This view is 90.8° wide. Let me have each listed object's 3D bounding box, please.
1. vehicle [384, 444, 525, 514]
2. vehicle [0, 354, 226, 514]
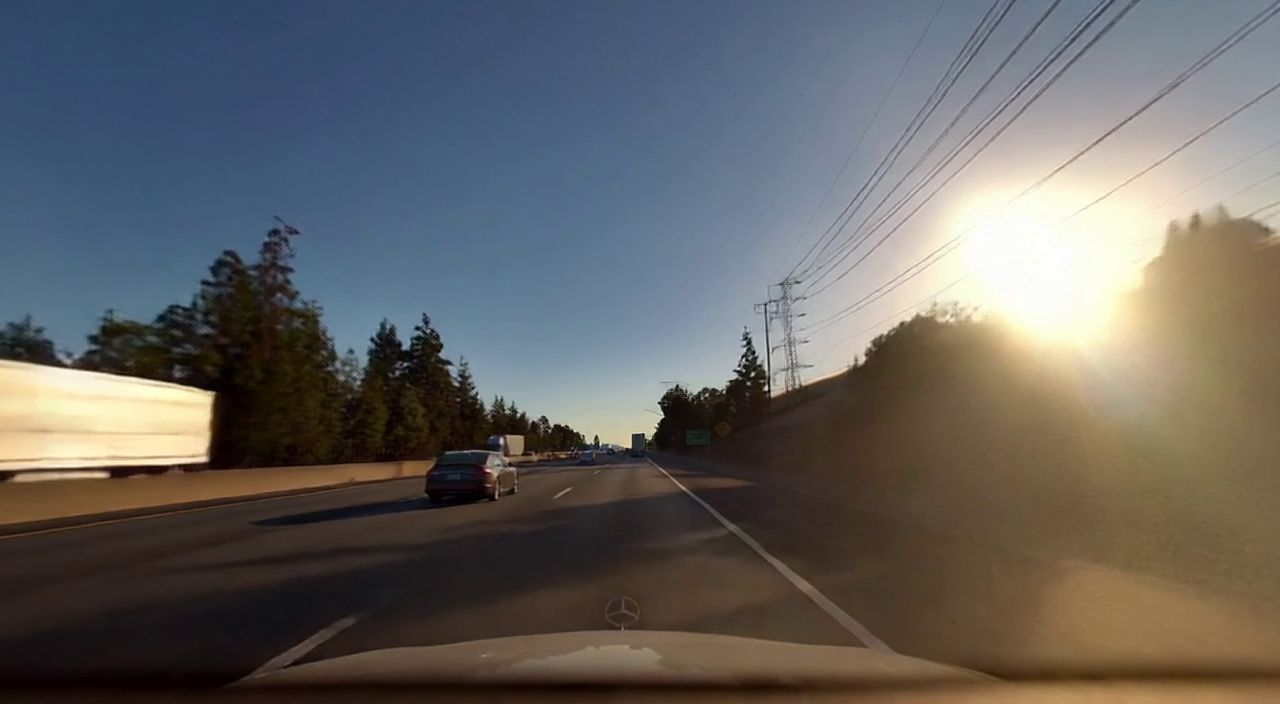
[{"bbox_3d":[-4.306,3.024,15.496,2.106,1.445,4.404,0,-9,0],"label":"vehicle"},{"bbox_3d":[-17.970,2.361,17.766,2.933,4.087,14.392,0,-9,0],"label":"vehicle"}]
